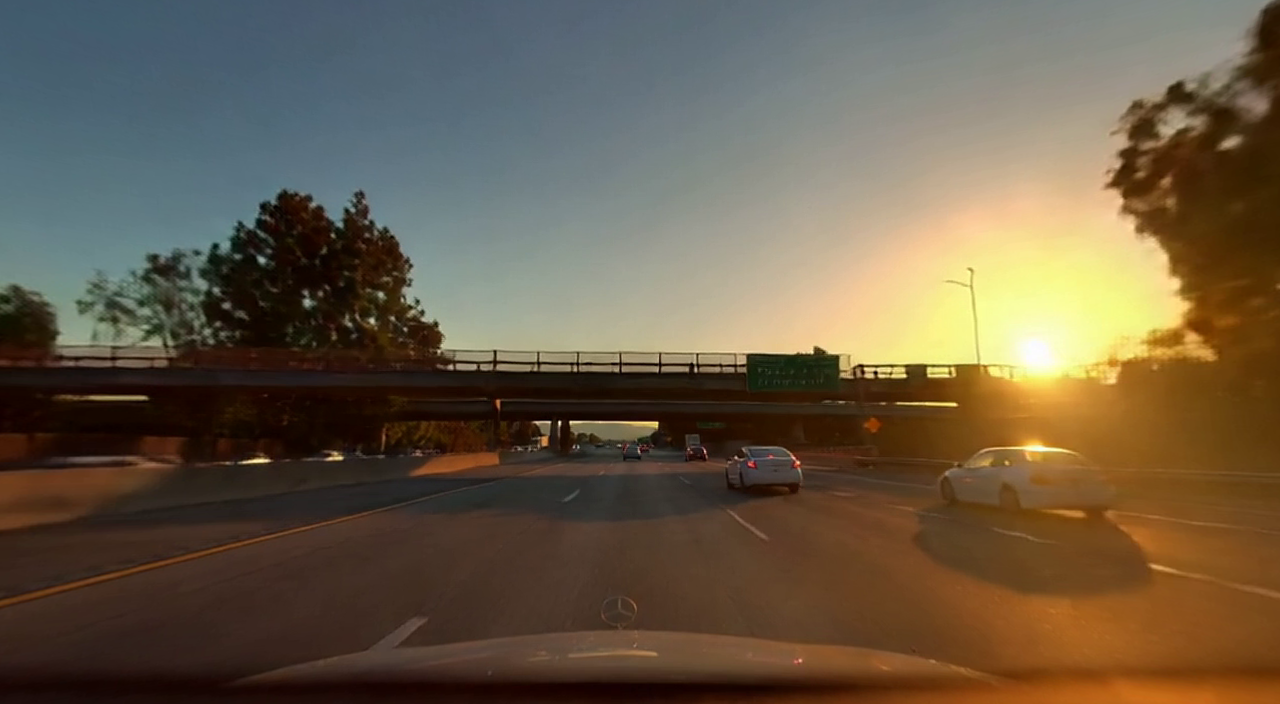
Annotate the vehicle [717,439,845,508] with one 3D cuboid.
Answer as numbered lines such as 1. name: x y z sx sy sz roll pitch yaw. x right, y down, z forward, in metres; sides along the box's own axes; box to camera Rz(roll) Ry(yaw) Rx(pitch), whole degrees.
1. vehicle: 3.341 2.986 15.995 2.076 1.472 4.562 0 -9 -1

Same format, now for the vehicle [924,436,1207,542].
1. vehicle: 7.213 2.338 11.471 1.946 1.497 4.467 0 -9 -1
